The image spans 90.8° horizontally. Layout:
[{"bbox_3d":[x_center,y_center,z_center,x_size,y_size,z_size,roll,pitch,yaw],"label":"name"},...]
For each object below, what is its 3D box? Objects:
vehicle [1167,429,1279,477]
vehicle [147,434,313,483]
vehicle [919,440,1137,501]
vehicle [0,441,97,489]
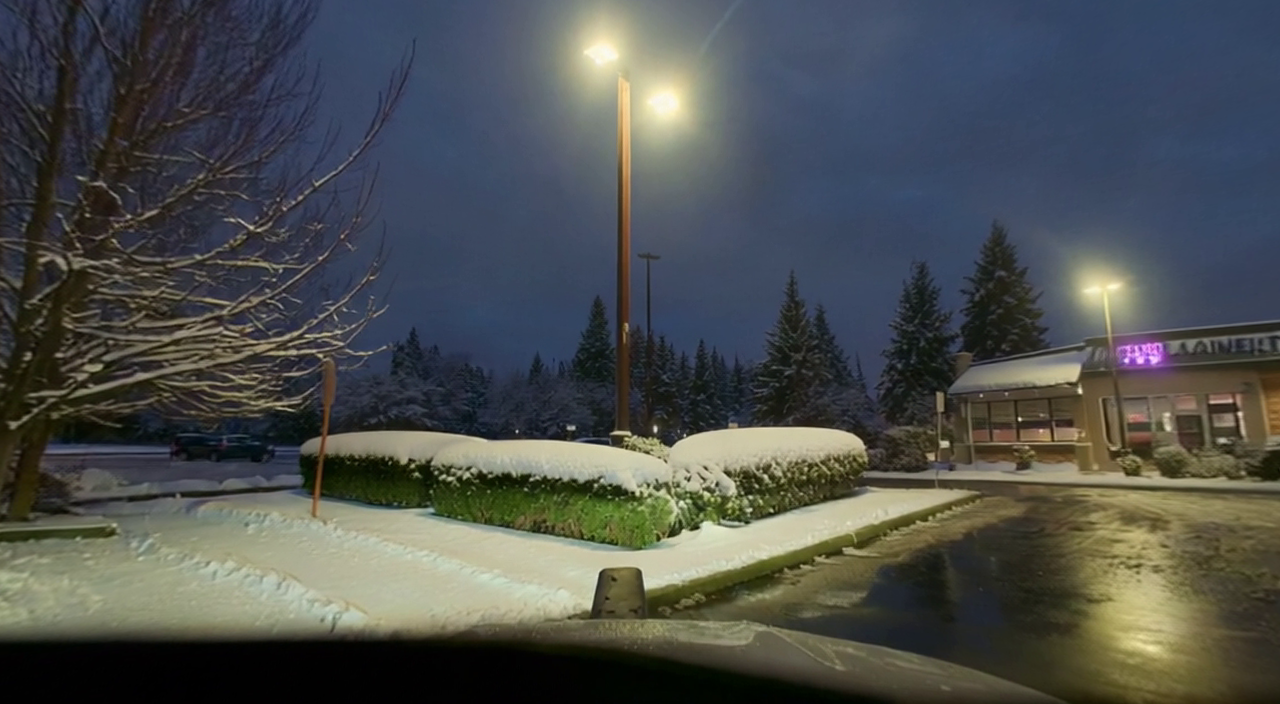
[{"bbox_3d":[23.442,3.813,24.005,4.939,1.664,2.055,-10,-10,42],"label":"vehicle"},{"bbox_3d":[-15.192,3.918,23.636,1.921,1.632,4.752,-8,-11,42],"label":"vehicle"},{"bbox_3d":[10.640,3.217,17.607,4.772,1.441,1.976,-8,-12,42],"label":"vehicle"},{"bbox_3d":[-19.414,3.447,19.245,1.790,1.396,4.000,-10,-13,40],"label":"vehicle"}]
